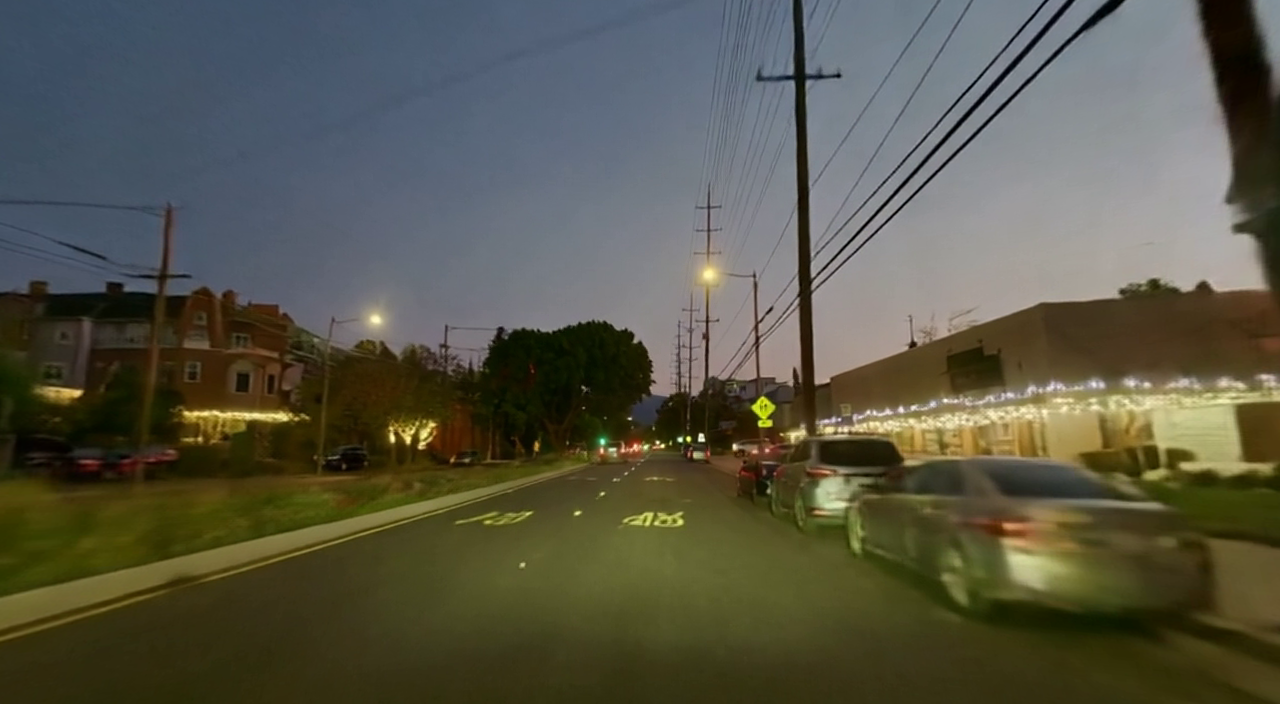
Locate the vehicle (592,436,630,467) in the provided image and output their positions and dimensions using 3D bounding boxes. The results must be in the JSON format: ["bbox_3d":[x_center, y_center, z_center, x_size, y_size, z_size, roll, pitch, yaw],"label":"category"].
[{"bbox_3d":[-1.891,6.732,42.758,2.202,1.961,4.980,0,-9,1],"label":"vehicle"}]

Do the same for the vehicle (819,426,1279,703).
[{"bbox_3d":[3.273,1.485,5.702,1.851,1.486,4.879,-2,-8,0],"label":"vehicle"}]

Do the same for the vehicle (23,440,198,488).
[{"bbox_3d":[-22.610,4.784,27.244,5.252,1.925,2.061,3,-9,-20],"label":"vehicle"}]
